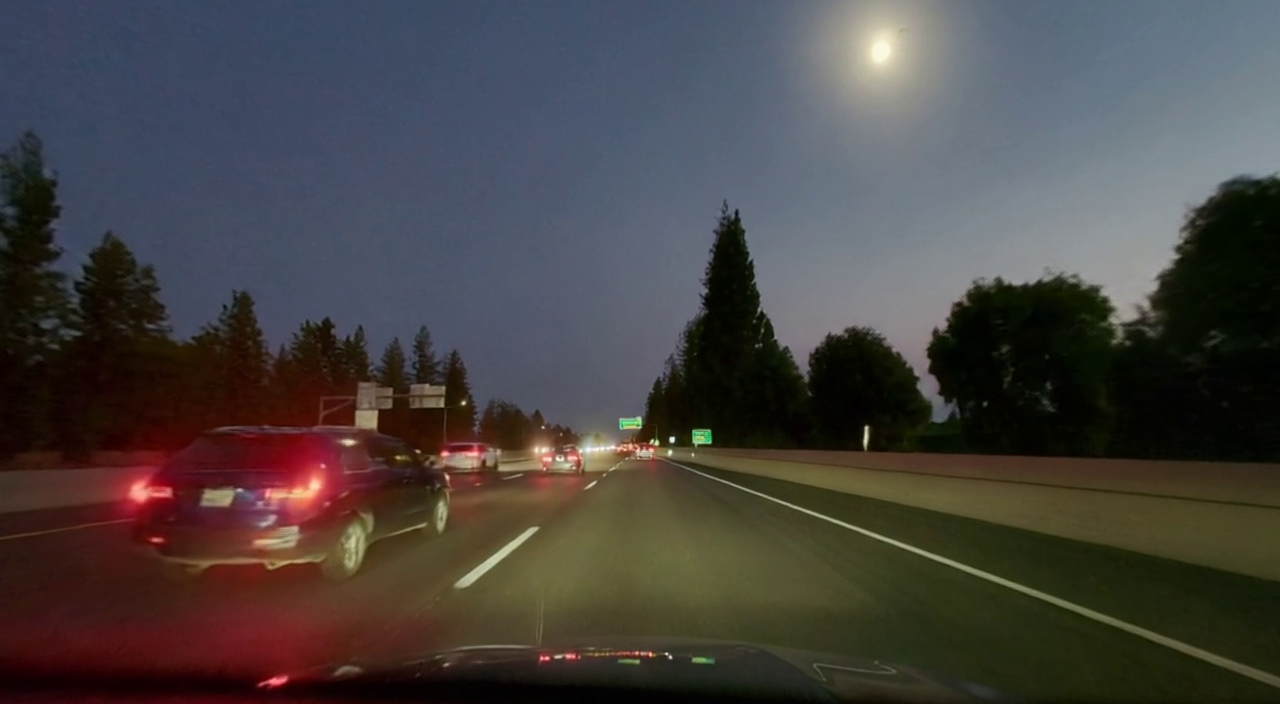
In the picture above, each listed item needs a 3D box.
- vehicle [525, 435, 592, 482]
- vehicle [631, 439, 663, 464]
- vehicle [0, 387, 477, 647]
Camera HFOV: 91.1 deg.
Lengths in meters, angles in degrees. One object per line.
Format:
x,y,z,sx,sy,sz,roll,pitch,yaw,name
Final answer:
-3.146,4.201,25.069,2.056,1.679,4.204,0,-8,1,vehicle
0.478,7.472,47.368,2.285,1.797,4.478,0,-8,0,vehicle
-3.488,1.444,6.696,2.040,1.672,5.122,0,-8,1,vehicle
